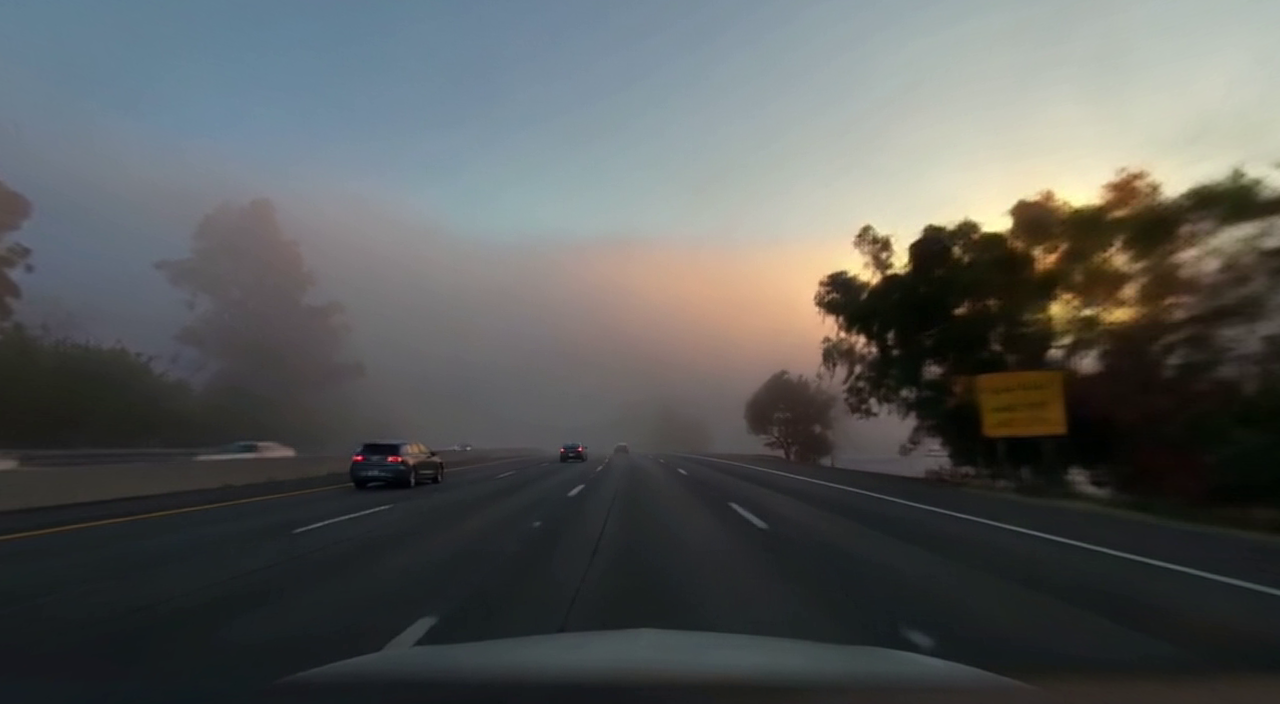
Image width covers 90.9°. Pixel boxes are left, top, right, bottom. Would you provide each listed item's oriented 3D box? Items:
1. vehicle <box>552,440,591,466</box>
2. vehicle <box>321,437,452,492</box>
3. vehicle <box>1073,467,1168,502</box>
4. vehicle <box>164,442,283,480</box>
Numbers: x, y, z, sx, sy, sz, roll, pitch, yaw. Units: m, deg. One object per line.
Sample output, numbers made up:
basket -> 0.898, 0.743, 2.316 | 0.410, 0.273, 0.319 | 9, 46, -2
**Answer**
vehicle -> -4.074, 6.091, 38.109 | 1.936, 1.465, 4.060 | 0, -8, 0
vehicle -> -7.498, 3.357, 19.262 | 2.038, 1.463, 4.656 | 0, -8, 0
vehicle -> 24.200, 6.682, 31.978 | 2.005, 1.478, 4.056 | -1, -8, 8
vehicle -> -17.184, 4.478, 26.328 | 1.979, 1.433, 4.404 | 0, -8, -1
